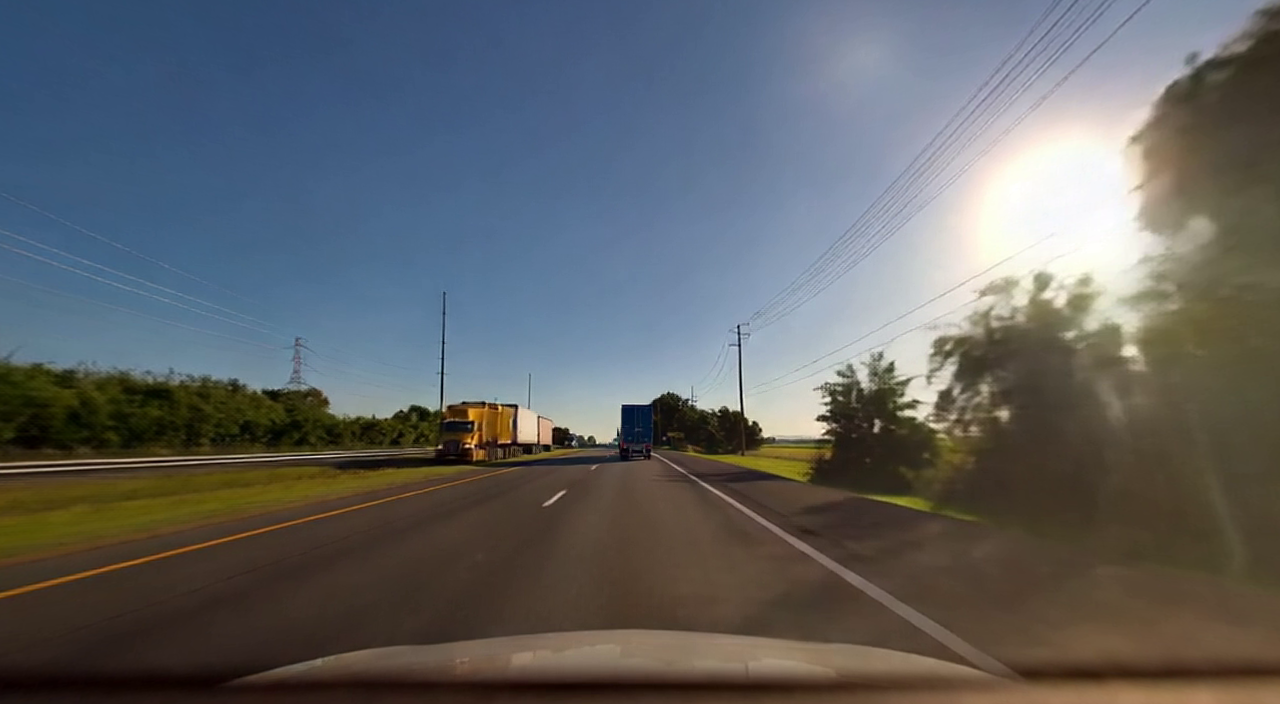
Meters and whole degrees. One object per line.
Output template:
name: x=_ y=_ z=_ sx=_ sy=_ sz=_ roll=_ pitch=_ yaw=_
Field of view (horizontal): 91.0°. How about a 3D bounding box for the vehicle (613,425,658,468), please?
vehicle: x=-0.299 y=5.053 z=33.942 sx=2.240 sy=2.129 sz=4.480 roll=0 pitch=-8 yaw=-2
